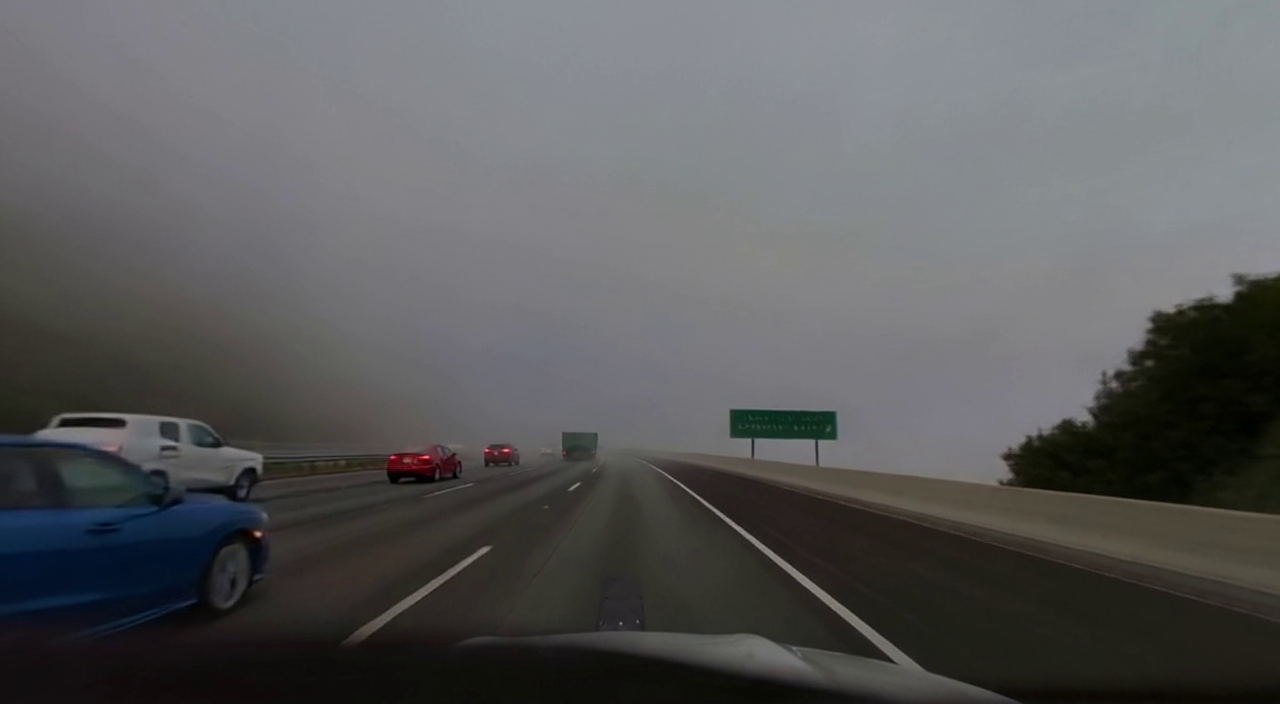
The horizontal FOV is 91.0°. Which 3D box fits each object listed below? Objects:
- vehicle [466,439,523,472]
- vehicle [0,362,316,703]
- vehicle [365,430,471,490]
[{"bbox_3d":[-7.901,5.666,34.703,2.099,1.644,4.638,1,-9,-1],"label":"vehicle"},{"bbox_3d":[-3.901,0.929,3.051,2.180,1.685,4.668,1,-9,0],"label":"vehicle"},{"bbox_3d":[-7.148,3.522,20.825,2.081,1.740,4.268,1,-9,-3],"label":"vehicle"}]
